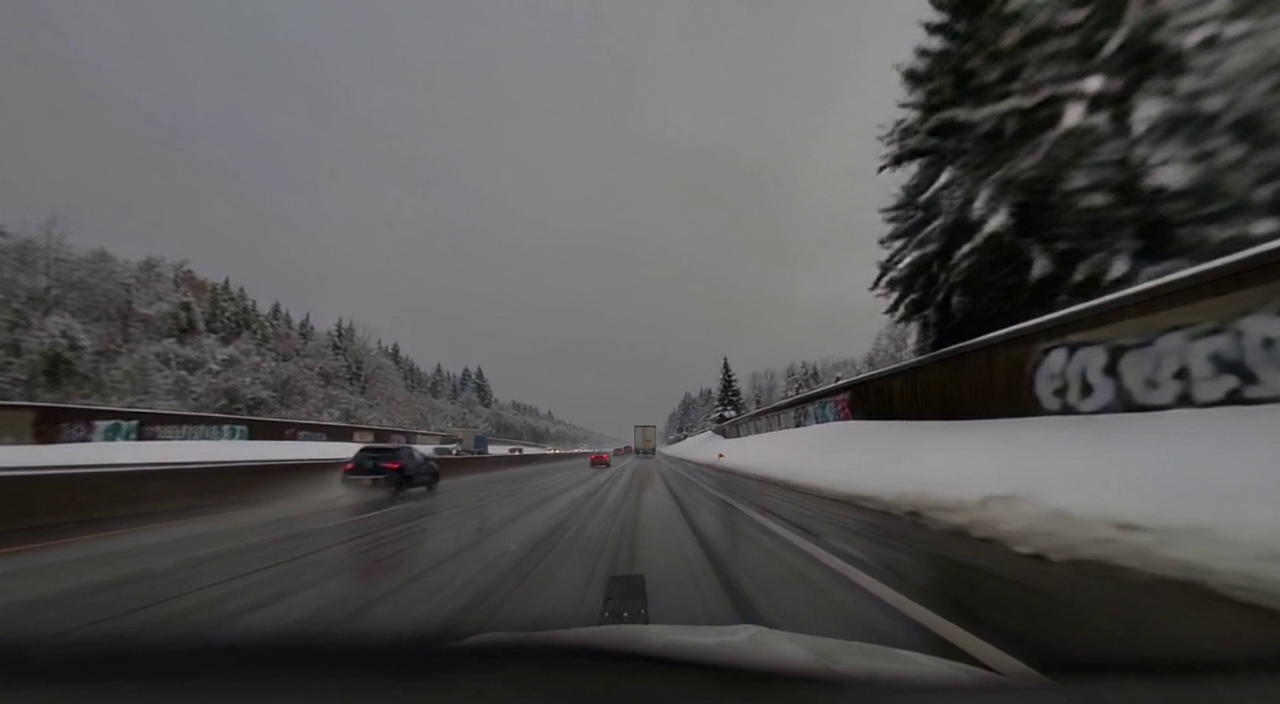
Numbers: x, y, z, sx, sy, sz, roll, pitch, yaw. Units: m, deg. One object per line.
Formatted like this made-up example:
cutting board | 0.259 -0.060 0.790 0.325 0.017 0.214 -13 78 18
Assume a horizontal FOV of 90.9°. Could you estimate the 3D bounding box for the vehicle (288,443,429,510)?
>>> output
vehicle | -6.700 2.975 15.408 2.027 1.431 3.033 0 -9 0
